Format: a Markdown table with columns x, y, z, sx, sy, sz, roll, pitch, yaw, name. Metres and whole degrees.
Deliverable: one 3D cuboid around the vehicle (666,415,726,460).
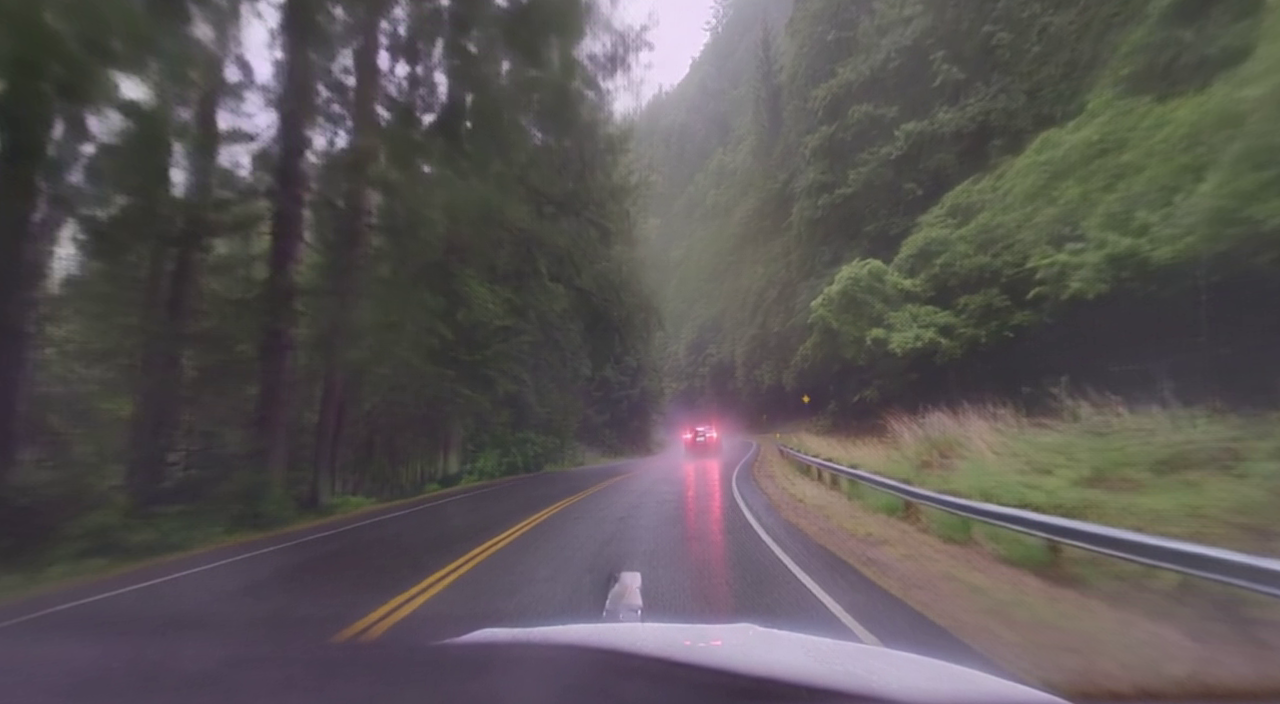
| x | y | z | sx | sy | sz | roll | pitch | yaw | name |
| --- | --- | --- | --- | --- | --- | --- | --- | --- | --- |
| 2.922 | 4.329 | 31.854 | 2.469 | 1.953 | 5.605 | -5 | -9 | 9 | vehicle |
